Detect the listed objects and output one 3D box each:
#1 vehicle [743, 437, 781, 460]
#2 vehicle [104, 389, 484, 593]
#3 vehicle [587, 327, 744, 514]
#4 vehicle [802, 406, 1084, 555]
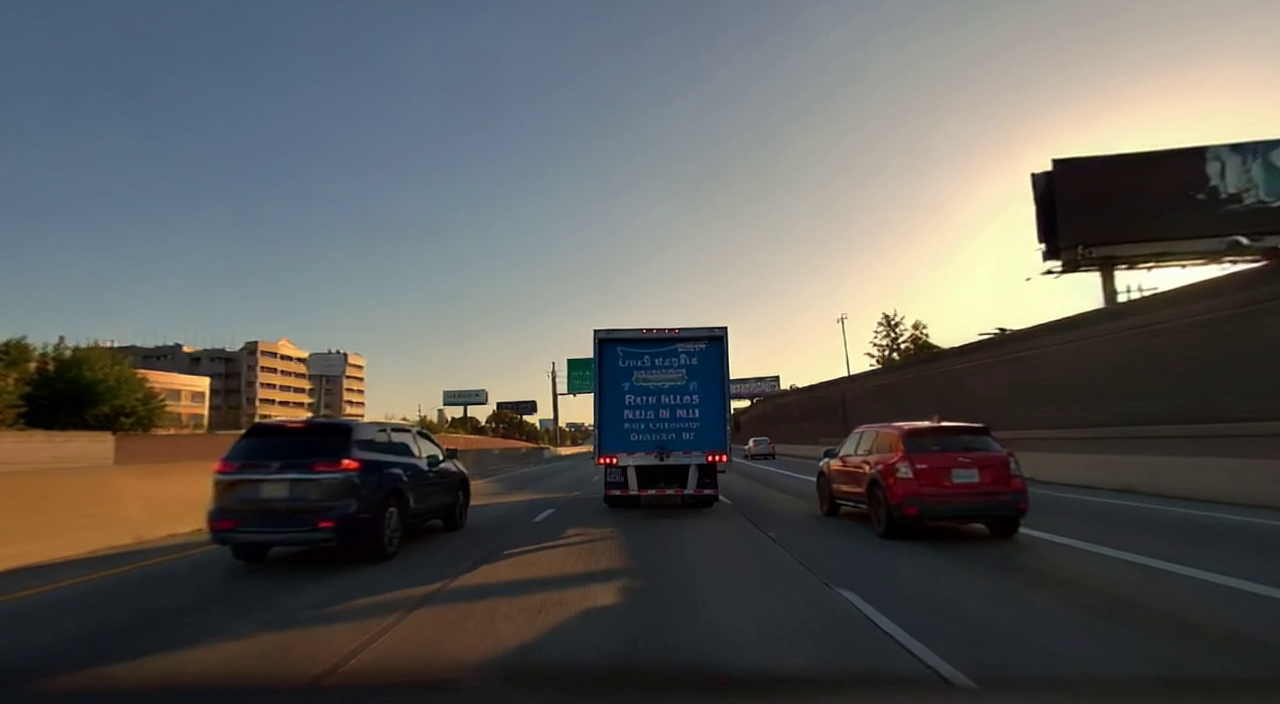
[{"bbox_3d":[8.453,6.727,44.058,1.931,1.495,3.889,0,-8,1],"label":"vehicle"},{"bbox_3d":[-3.580,1.528,7.798,2.030,1.757,4.509,-1,-8,2],"label":"vehicle"},{"bbox_3d":[0.607,1.801,15.468,2.733,3.296,8.571,-1,-8,2],"label":"vehicle"},{"bbox_3d":[4.039,1.780,9.460,2.066,1.692,4.339,0,-8,0],"label":"vehicle"}]
